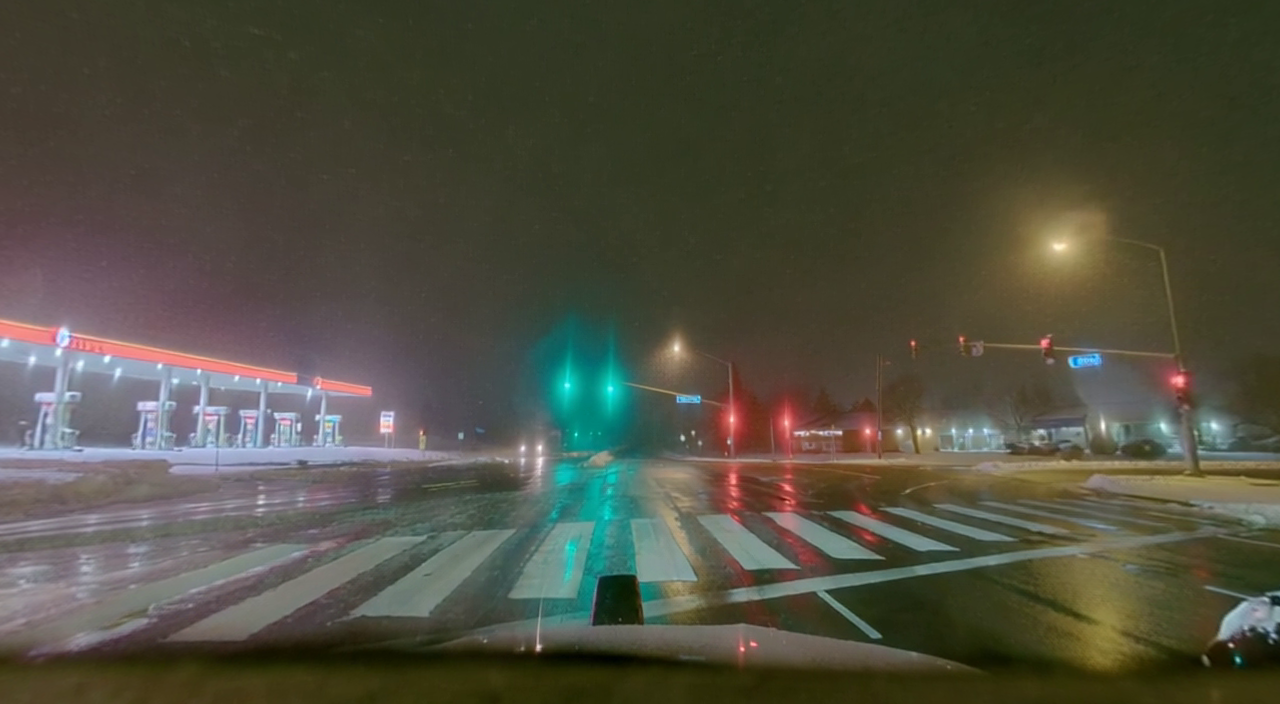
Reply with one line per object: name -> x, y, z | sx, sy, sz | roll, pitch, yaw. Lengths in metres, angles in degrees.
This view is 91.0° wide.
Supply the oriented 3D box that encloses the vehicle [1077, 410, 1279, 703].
vehicle -> 3.323, 0.745, 1.023 | 2.023, 1.437, 4.477 | 0, -9, 0
